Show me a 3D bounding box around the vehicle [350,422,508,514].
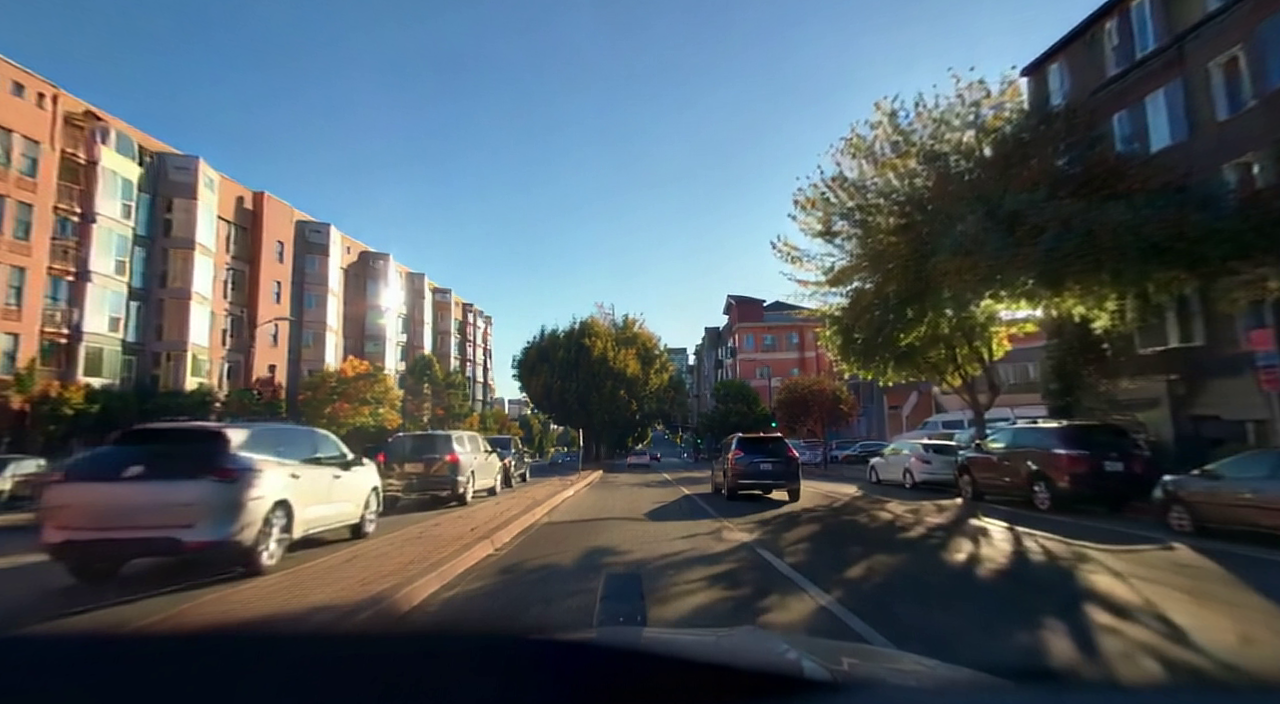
[{"bbox_3d":[-4.857,2.722,15.618,2.009,1.837,5.590,0,-8,0],"label":"vehicle"}]

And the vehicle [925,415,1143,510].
[{"bbox_3d":[9.032,2.565,15.196,1.935,1.875,5.051,0,-8,0],"label":"vehicle"}]

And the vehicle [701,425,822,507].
[{"bbox_3d":[3.040,2.947,16.970,2.129,1.844,4.767,0,-8,-2],"label":"vehicle"}]

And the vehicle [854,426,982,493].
[{"bbox_3d":[8.936,3.456,20.865,1.939,1.927,4.833,0,-8,-1],"label":"vehicle"}]

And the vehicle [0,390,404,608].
[{"bbox_3d":[-4.981,1.564,7.837,2.275,1.816,4.923,0,-8,-1],"label":"vehicle"}]

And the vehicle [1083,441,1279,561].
[{"bbox_3d":[8.929,1.992,8.781,1.953,1.455,4.883,0,-8,-1],"label":"vehicle"}]

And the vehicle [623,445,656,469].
[{"bbox_3d":[-0.082,7.121,42.990,2.059,1.492,4.033,0,-8,-2],"label":"vehicle"}]
